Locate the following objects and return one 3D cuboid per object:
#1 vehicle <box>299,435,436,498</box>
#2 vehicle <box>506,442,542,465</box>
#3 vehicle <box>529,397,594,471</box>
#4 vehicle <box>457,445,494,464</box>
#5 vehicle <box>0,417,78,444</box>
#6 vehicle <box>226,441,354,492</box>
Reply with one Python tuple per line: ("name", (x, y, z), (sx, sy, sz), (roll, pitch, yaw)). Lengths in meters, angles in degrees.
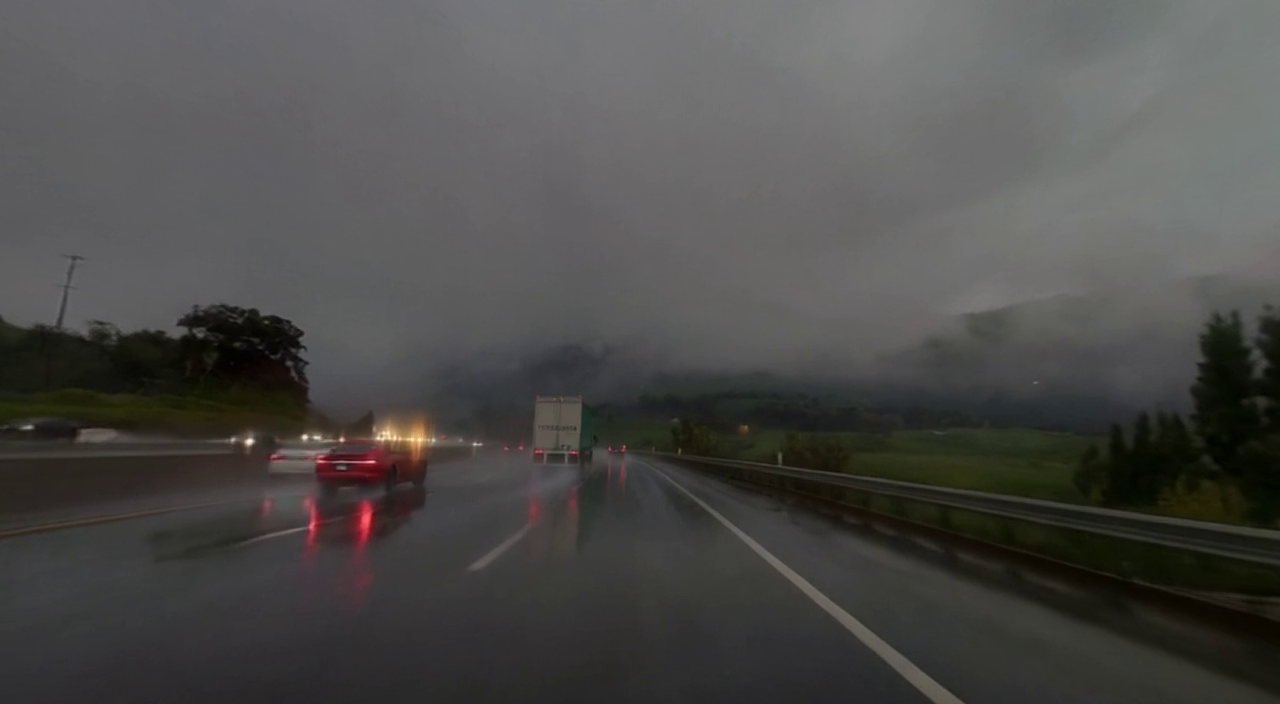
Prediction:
("vehicle", (-8.075, 3.428, 19.249), (2.099, 1.644, 4.638), (1, -9, 0))
("vehicle", (-9.108, 8.016, 49.745), (2.128, 1.658, 4.443), (1, -9, -2))
("vehicle", (-4.792, 5.527, 41.500), (2.880, 4.025, 14.064), (1, -9, -2))
("vehicle", (-12.950, 8.093, 49.794), (1.868, 1.454, 4.290), (1, -9, -2))
("vehicle", (-43.485, 5.679, 45.215), (1.993, 1.844, 4.660), (1, -9, -3))
("vehicle", (-11.513, 3.777, 21.066), (1.908, 1.491, 4.048), (0, -9, 0))
